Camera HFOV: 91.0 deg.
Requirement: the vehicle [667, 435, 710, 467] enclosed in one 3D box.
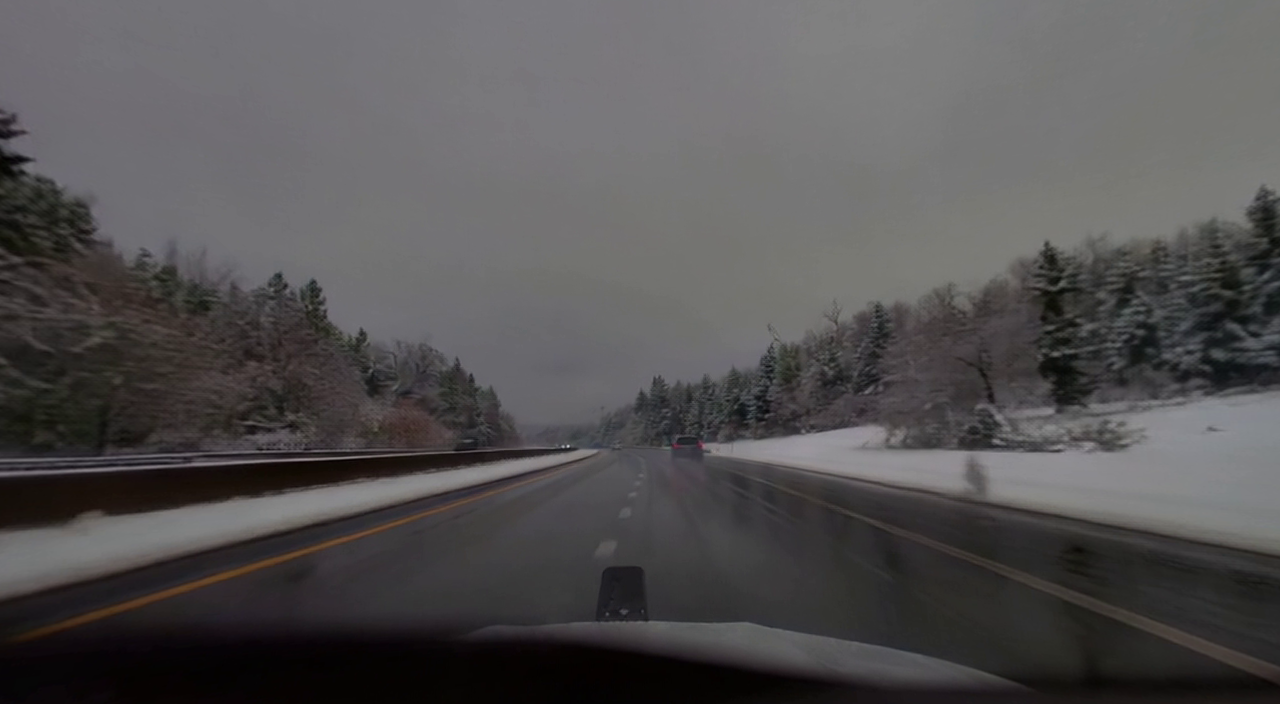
[{"bbox_3d":[2.690,5.599,35.751,2.079,1.729,4.380,0,-8,0],"label":"vehicle"}]
